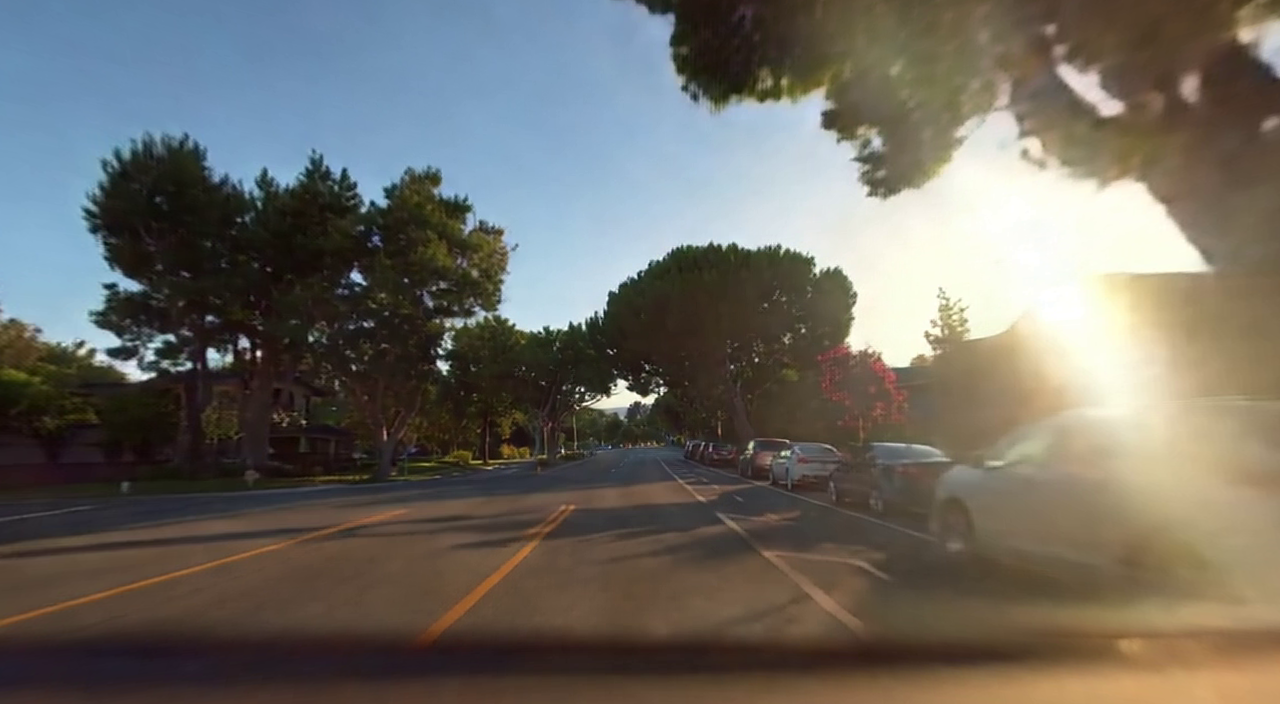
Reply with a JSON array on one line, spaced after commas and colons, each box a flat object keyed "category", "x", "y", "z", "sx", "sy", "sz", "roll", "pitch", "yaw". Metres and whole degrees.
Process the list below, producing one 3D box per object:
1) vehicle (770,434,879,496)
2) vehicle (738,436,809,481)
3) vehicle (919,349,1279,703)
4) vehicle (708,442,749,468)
[{"category": "vehicle", "x": 5.453, "y": 3.423, "z": 19.289, "sx": 1.974, "sy": 1.548, "sz": 4.160, "roll": -3, "pitch": -10, "yaw": 0}, {"category": "vehicle", "x": 5.385, "y": 4.336, "z": 26.047, "sx": 1.990, "sy": 1.694, "sz": 4.179, "roll": 0, "pitch": -9, "yaw": -1}, {"category": "vehicle", "x": 4.210, "y": 1.108, "z": 4.648, "sx": 2.272, "sy": 1.744, "sz": 4.324, "roll": 0, "pitch": -9, "yaw": -1}, {"category": "vehicle", "x": 5.346, "y": 6.274, "z": 38.594, "sx": 1.837, "sy": 1.532, "sz": 3.886, "roll": 0, "pitch": -9, "yaw": -2}]
